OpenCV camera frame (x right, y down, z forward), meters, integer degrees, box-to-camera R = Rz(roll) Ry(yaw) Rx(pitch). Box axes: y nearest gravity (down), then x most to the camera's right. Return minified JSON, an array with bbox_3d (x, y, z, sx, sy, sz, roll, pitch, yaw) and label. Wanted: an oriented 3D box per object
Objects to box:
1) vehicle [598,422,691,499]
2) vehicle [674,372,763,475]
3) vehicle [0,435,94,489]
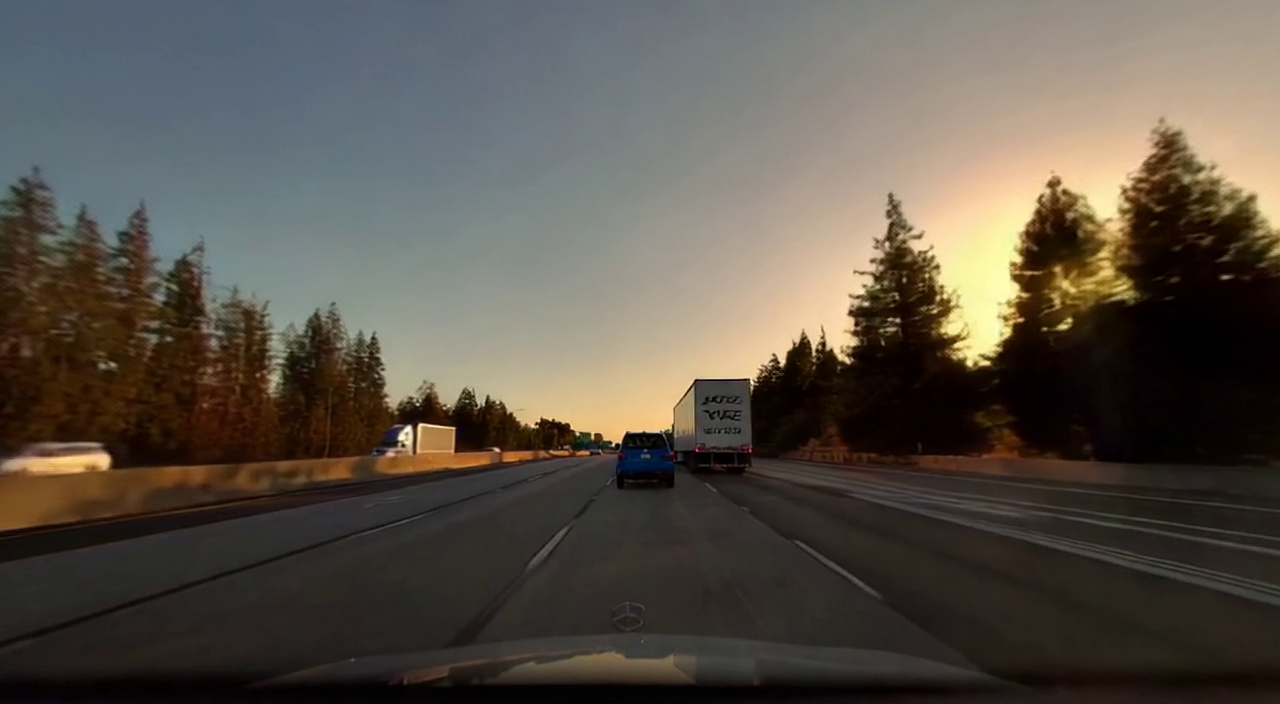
[{"bbox_3d":[0.126,2.750,16.202,2.054,1.706,4.201,0,-8,1],"label":"vehicle"},{"bbox_3d":[3.582,4.044,33.251,2.909,4.135,15.820,0,-8,1],"label":"vehicle"},{"bbox_3d":[-25.763,4.403,25.264,2.238,2.078,5.872,0,-8,1],"label":"vehicle"}]
